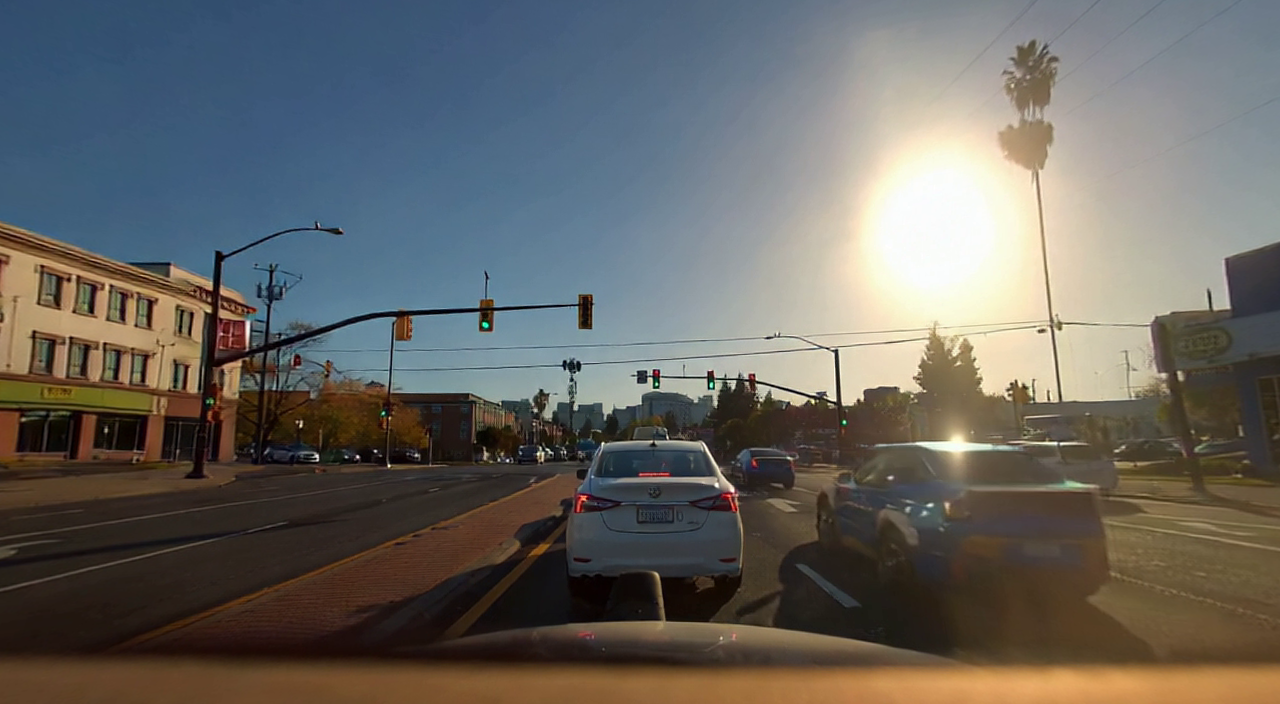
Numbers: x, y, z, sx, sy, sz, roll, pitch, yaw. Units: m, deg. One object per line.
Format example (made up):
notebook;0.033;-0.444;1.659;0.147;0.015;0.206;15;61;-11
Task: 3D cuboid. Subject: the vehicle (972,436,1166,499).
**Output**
vehicle;14.064;3.820;21.376;2.309;1.819;5.793;1;-9;-3

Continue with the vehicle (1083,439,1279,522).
vehicle;14.140;3.103;15.908;2.235;1.721;5.230;0;-9;1

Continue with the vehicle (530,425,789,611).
vehicle;0.121;1.656;7.256;2.067;1.471;4.241;0;-9;-1
